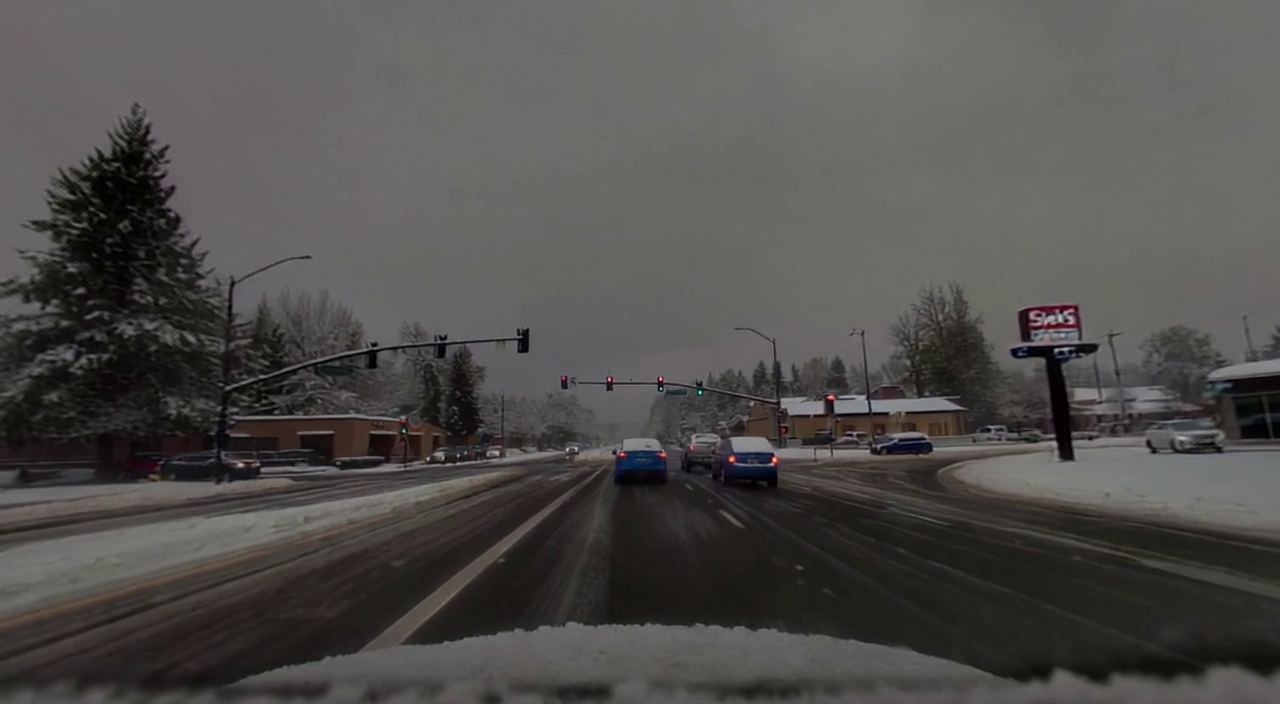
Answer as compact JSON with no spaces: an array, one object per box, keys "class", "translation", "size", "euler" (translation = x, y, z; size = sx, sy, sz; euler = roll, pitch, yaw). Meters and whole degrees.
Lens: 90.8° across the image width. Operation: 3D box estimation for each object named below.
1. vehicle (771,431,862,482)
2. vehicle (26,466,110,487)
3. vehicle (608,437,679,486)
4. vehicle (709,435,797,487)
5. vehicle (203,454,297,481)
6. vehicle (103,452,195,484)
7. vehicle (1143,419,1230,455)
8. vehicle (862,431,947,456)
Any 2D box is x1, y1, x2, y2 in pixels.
[{"class":"vehicle","translation":[6.400,3.829,23.457],"size":[2.009,1.700,4.275],"euler":[0,-8,-1]},{"class":"vehicle","translation":[-44.512,9.697,49.220],"size":[4.604,1.447,1.892],"euler":[0,-9,-3]},{"class":"vehicle","translation":[0.053,3.610,21.124],"size":[2.135,1.468,4.076],"euler":[0,-8,-1]},{"class":"vehicle","translation":[3.493,3.493,20.526],"size":[1.889,1.473,4.643],"euler":[0,-8,-1]},{"class":"vehicle","translation":[-26.277,7.800,42.712],"size":[4.780,1.669,2.232],"euler":[0,-8,-2]},{"class":"vehicle","translation":[-38.273,9.016,49.344],"size":[5.135,2.388,2.288],"euler":[0,-9,-1]},{"class":"vehicle","translation":[25.896,4.092,30.145],"size":[2.222,1.538,4.817],"euler":[-5,-10,30]},{"class":"vehicle","translation":[20.013,6.950,47.957],"size":[5.438,1.776,2.032],"euler":[0,-8,0]}]
